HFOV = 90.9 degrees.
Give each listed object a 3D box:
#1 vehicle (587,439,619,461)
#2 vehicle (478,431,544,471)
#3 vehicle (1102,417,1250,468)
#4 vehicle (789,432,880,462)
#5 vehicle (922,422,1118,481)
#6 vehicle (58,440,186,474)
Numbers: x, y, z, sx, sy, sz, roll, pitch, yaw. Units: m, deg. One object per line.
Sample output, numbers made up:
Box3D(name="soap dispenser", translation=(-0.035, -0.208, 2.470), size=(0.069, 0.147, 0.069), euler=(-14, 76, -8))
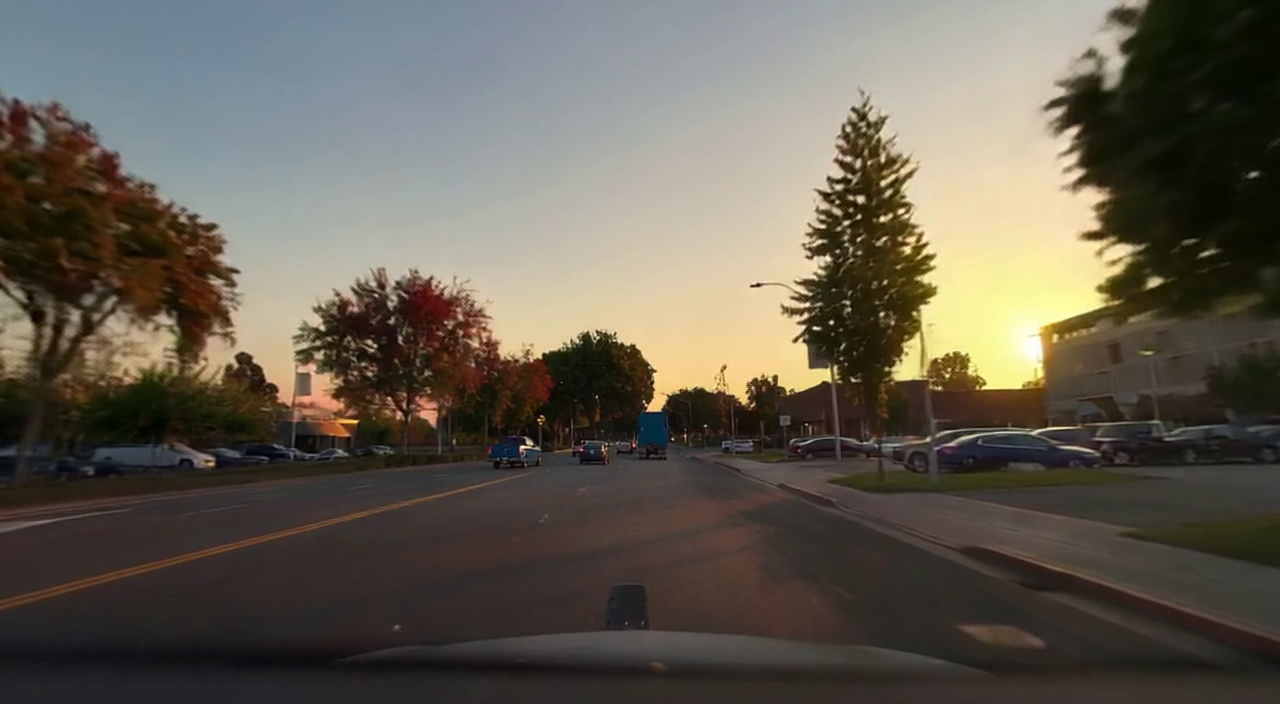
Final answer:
Box3D(name="vehicle", translation=(-2.842, 7.705, 49.674), size=(2.114, 1.663, 4.381), euler=(0, -8, 2))
Box3D(name="vehicle", translation=(-6.673, 5.187, 33.222), size=(2.149, 1.893, 5.187), euler=(0, -8, 2))
Box3D(name="vehicle", translation=(21.396, 3.670, 25.500), size=(1.888, 1.812, 4.911), euler=(-1, -8, 4))
Box3D(name="vehicle", translation=(10.628, 5.243, 34.734), size=(4.346, 1.595, 1.964), euler=(0, -8, 0))
Box3D(name="vehicle", translation=(11.395, 3.013, 19.161), size=(4.655, 1.688, 1.876), euler=(0, -9, 2))
Box3D(name="vehicle", translation=(-34.042, 6.919, 41.561), size=(6.393, 2.108, 2.467), euler=(-1, -9, 4))
